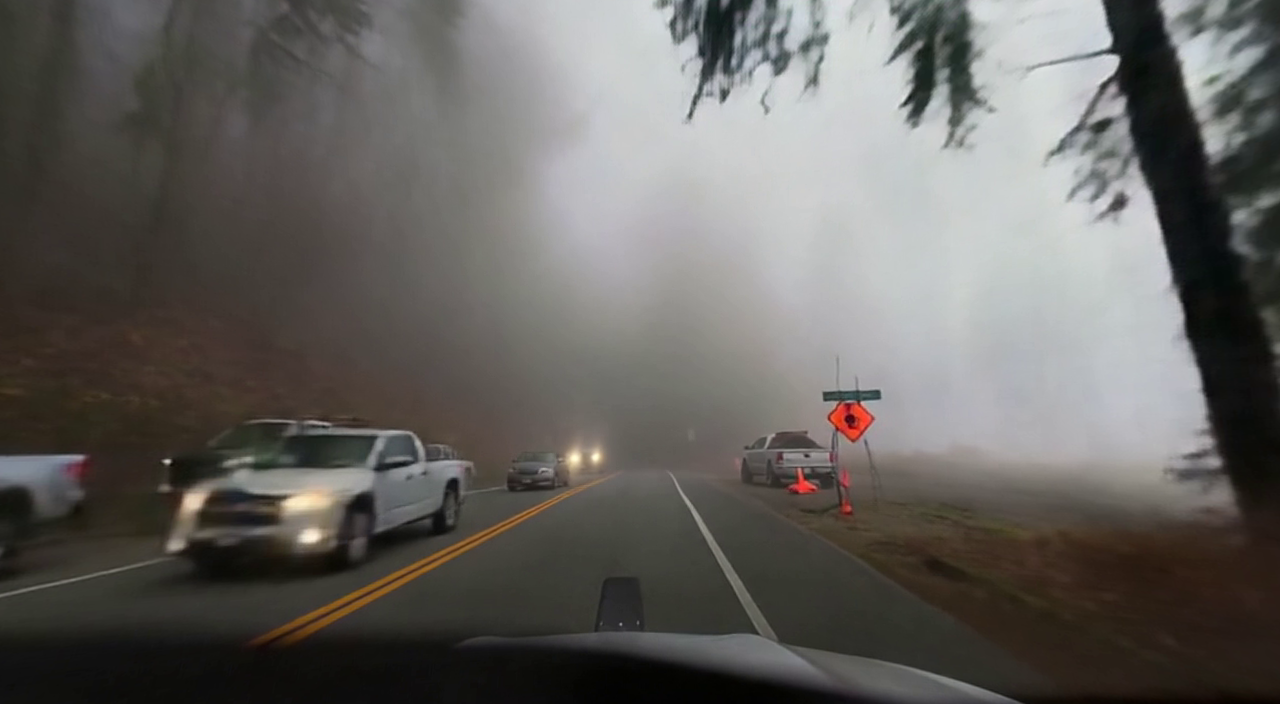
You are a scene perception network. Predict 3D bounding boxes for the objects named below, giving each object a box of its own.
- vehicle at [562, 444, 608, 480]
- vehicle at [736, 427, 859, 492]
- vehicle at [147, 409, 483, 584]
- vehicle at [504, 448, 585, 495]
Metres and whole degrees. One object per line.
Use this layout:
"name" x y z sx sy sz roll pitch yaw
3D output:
"vehicle" -3.187 6.493 37.851 2.221 1.969 5.153 0 -8 1
"vehicle" 5.544 3.912 23.530 2.845 2.053 6.457 0 -8 -1
"vehicle" -3.988 1.841 9.005 2.177 1.803 4.690 0 -8 1
"vehicle" -3.183 4.095 22.045 1.981 1.410 4.162 0 -8 3
